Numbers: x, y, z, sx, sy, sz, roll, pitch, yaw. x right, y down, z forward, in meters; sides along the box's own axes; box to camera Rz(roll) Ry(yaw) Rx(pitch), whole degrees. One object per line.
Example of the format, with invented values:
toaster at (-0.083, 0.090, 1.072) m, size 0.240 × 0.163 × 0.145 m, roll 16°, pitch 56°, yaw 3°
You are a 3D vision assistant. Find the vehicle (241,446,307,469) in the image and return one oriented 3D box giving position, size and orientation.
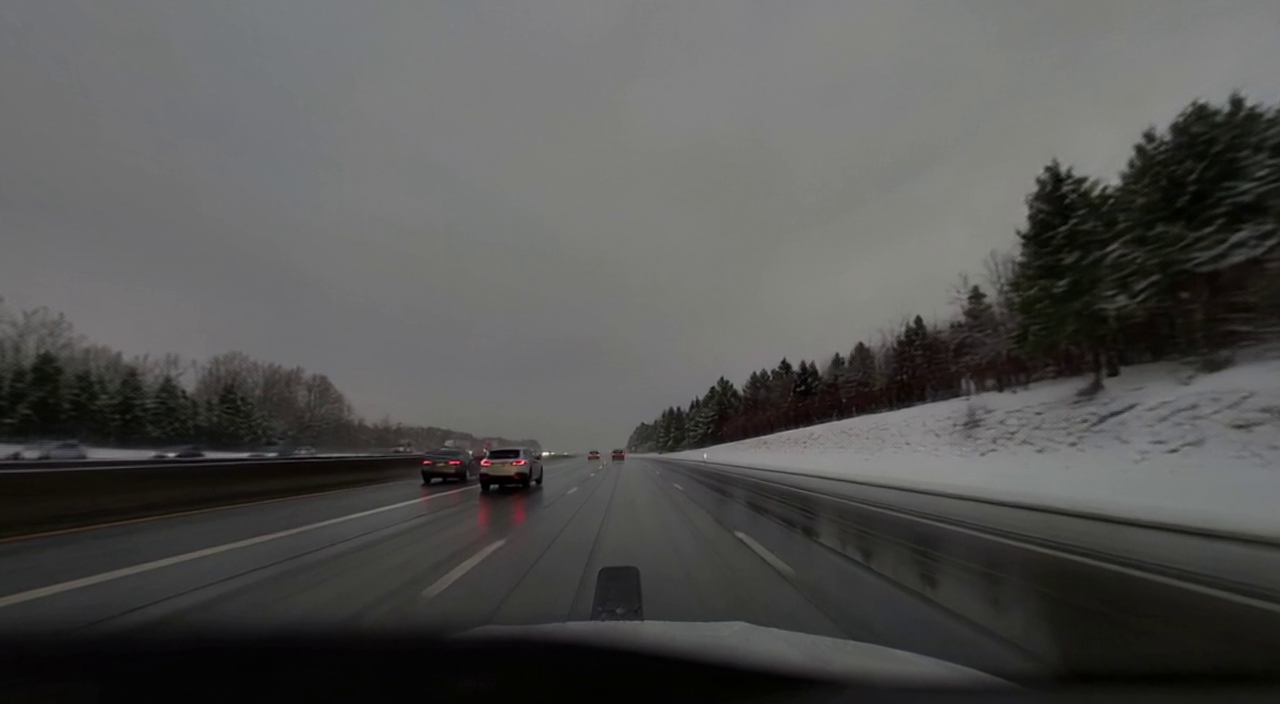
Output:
vehicle at (-25.347, 7.319, 43.935) m, size 1.886 × 1.467 × 4.643 m, roll 0°, pitch -9°, yaw -1°

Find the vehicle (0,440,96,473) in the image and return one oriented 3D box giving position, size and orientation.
vehicle at (-33.182, 5.781, 35.024) m, size 1.959 × 1.681 × 4.590 m, roll 0°, pitch -9°, yaw -2°

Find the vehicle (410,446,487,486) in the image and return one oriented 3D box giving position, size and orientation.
vehicle at (-7.978, 4.778, 26.751) m, size 2.023 × 1.519 × 4.150 m, roll 0°, pitch -9°, yaw -1°

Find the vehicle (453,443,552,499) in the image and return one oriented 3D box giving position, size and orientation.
vehicle at (-4.097, 3.632, 19.684) m, size 2.073 × 1.516 × 4.478 m, roll 0°, pitch -9°, yaw 0°

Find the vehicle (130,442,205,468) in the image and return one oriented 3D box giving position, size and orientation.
vehicle at (-34.412, 7.525, 46.169) m, size 2.172 × 1.768 × 4.652 m, roll 1°, pitch -9°, yaw -5°
